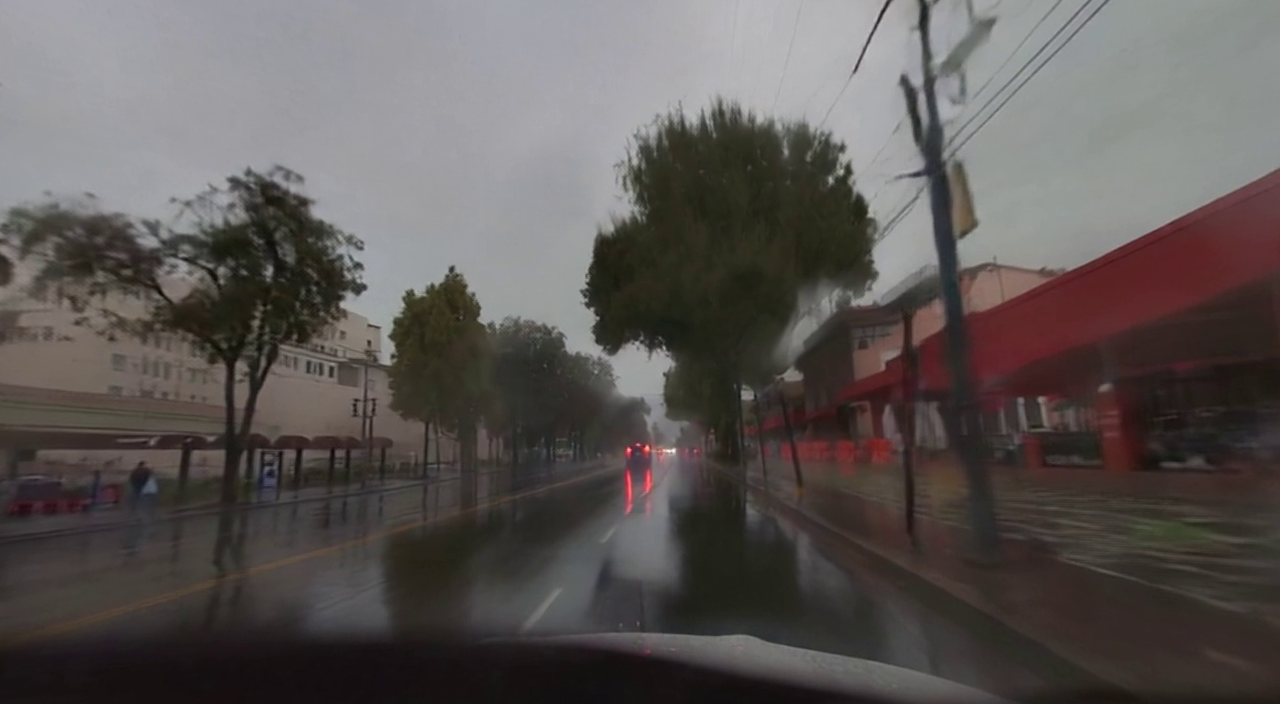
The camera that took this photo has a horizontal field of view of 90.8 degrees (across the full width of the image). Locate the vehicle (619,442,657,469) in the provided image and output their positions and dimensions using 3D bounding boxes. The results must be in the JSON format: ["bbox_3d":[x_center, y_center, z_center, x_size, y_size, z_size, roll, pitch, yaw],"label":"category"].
[{"bbox_3d":[-0.077,6.996,42.795,2.101,1.721,4.364,-1,-9,5],"label":"vehicle"}]
